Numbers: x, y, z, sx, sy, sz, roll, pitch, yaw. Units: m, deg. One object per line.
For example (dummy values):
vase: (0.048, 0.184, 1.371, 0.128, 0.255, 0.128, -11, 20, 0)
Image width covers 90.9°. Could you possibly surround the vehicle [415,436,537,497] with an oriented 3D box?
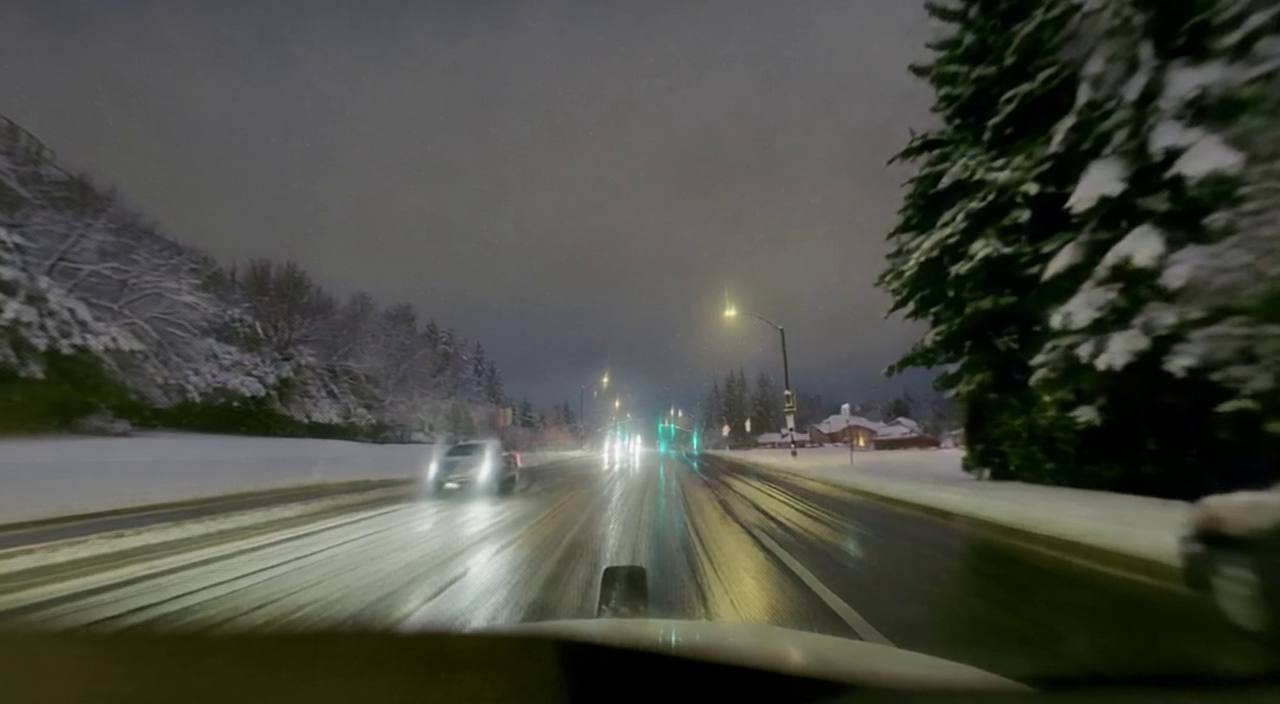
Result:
vehicle: (-4.565, 3.265, 18.361, 2.192, 1.533, 4.341, 0, -8, 3)
